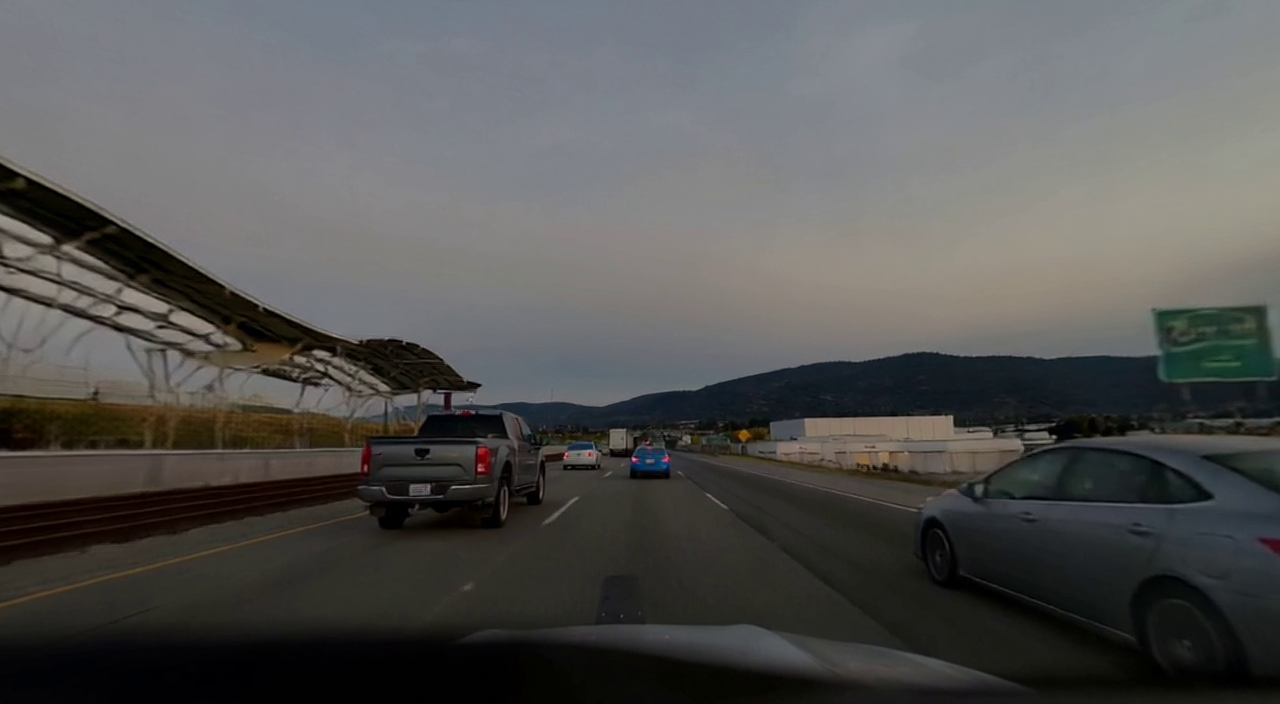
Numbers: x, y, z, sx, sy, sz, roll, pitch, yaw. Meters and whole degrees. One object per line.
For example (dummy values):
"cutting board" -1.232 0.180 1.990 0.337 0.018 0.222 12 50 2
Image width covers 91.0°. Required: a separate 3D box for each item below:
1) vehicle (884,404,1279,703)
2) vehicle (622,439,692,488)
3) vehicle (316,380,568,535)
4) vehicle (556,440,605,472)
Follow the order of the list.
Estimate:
"vehicle" 3.707 1.252 4.460 2.023 1.510 4.773 0 -8 0
"vehicle" 0.516 3.783 21.723 2.171 1.493 4.081 0 -8 0
"vehicle" -3.247 2.018 12.569 2.733 2.230 6.820 0 -8 1
"vehicle" -3.135 5.621 34.340 2.151 1.613 4.786 0 -8 1
